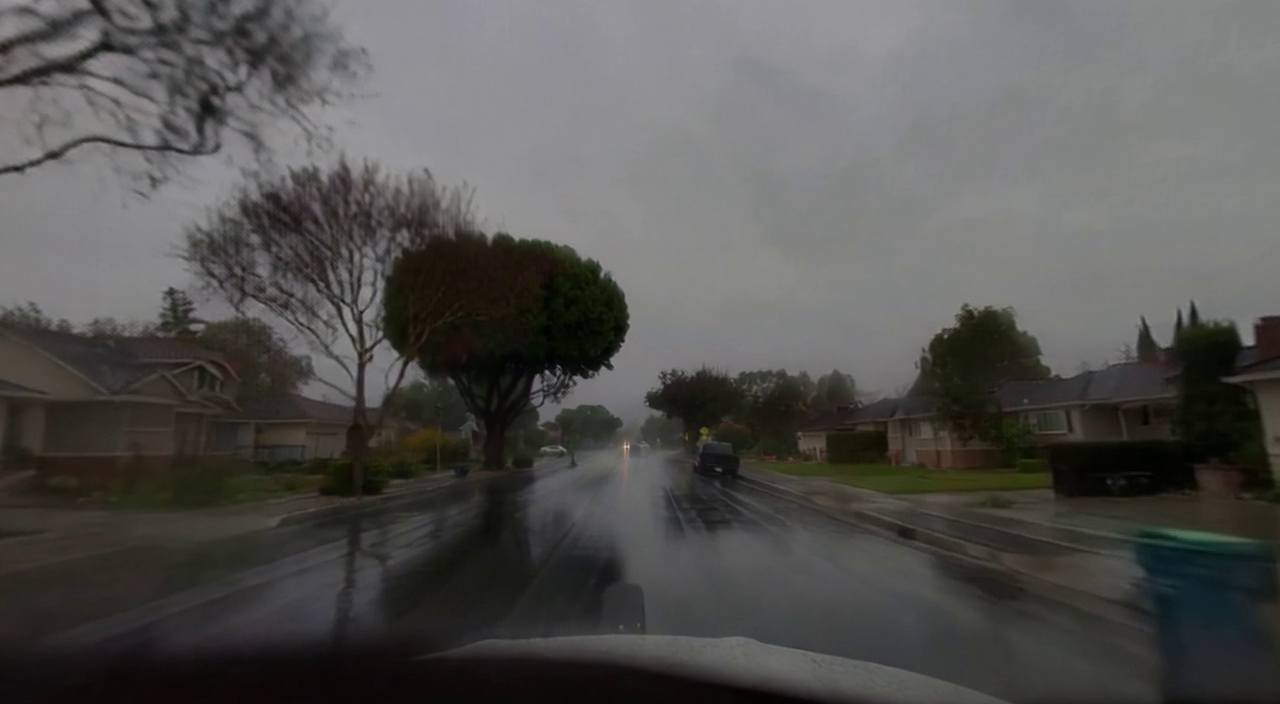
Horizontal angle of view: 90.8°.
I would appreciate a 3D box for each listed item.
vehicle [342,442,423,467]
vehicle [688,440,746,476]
[{"bbox_3d":[-17.261,6.864,42.577,4.607,1.573,2.058,0,-8,-5],"label":"vehicle"},{"bbox_3d":[3.630,5.143,30.847,2.136,1.596,4.790,0,-9,-1],"label":"vehicle"}]
